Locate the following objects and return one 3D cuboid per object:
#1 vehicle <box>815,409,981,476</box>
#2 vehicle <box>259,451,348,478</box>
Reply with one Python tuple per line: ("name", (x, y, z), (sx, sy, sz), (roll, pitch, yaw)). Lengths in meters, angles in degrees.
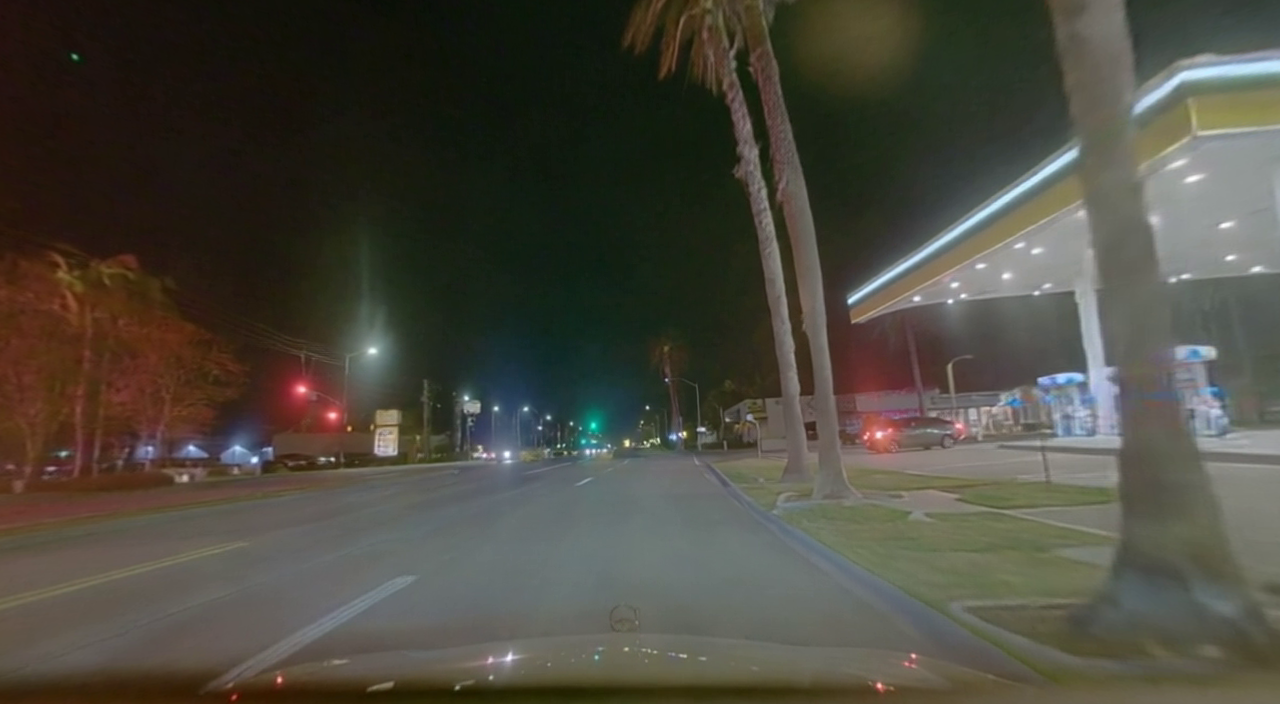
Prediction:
("vehicle", (8.667, 3.092, 21.480), (4.640, 1.800, 2.026), (-5, -8, 0))
("vehicle", (-25.936, 8.710, 48.637), (5.803, 1.632, 2.173), (-4, -7, 3))
